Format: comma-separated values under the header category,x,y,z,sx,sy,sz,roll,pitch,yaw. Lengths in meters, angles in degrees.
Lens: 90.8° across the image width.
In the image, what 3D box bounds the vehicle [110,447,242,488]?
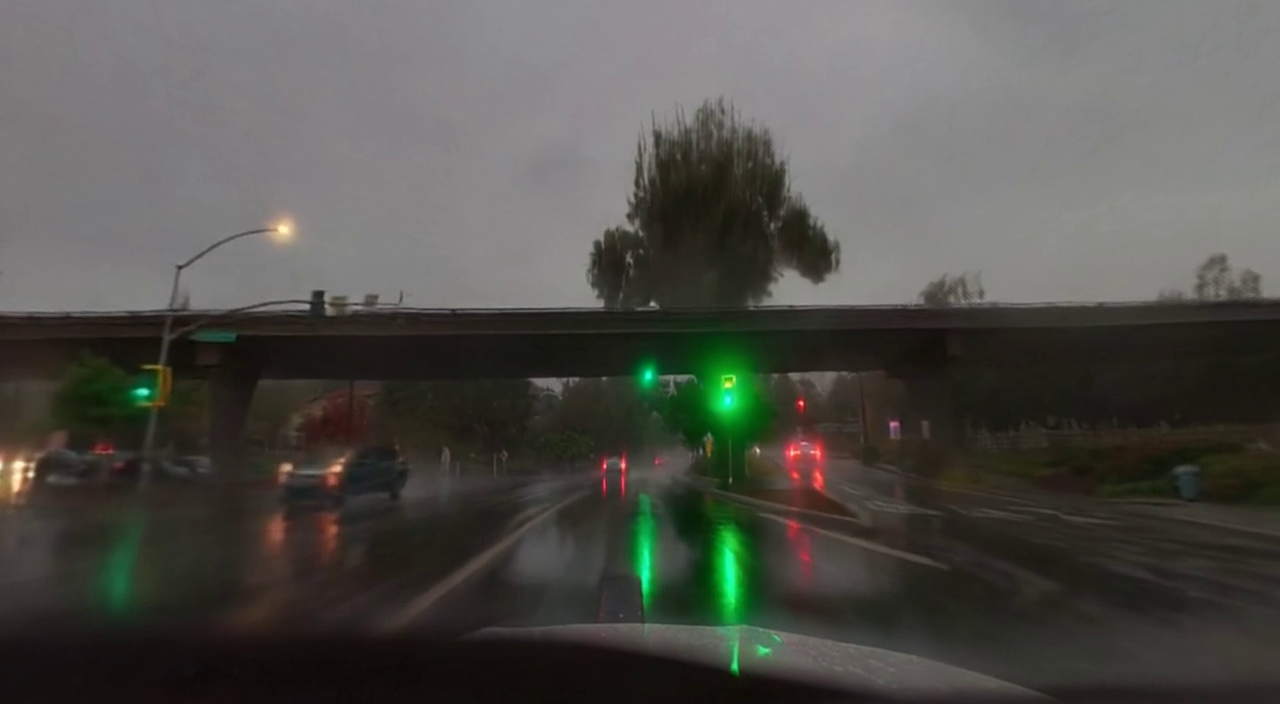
category,x,y,z,sx,sy,sz,roll,pitch,yaw
vehicle,-19.494,4.833,26.717,3.877,1.623,2.049,1,-9,-8

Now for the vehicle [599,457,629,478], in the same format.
category,x,y,z,sx,sy,sz,roll,pitch,yaw
vehicle,-1.986,9.055,49.680,1.997,1.542,4.202,-1,-8,3

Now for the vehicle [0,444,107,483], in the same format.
category,x,y,z,sx,sy,sz,roll,pitch,yaw
vehicle,-28.486,5.326,30.505,4.598,1.765,1.955,-3,-9,19

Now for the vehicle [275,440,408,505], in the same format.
category,x,y,z,sx,sy,sz,roll,pitch,yaw
vehicle,-8.484,3.433,18.429,1.886,1.654,4.037,0,-8,0
